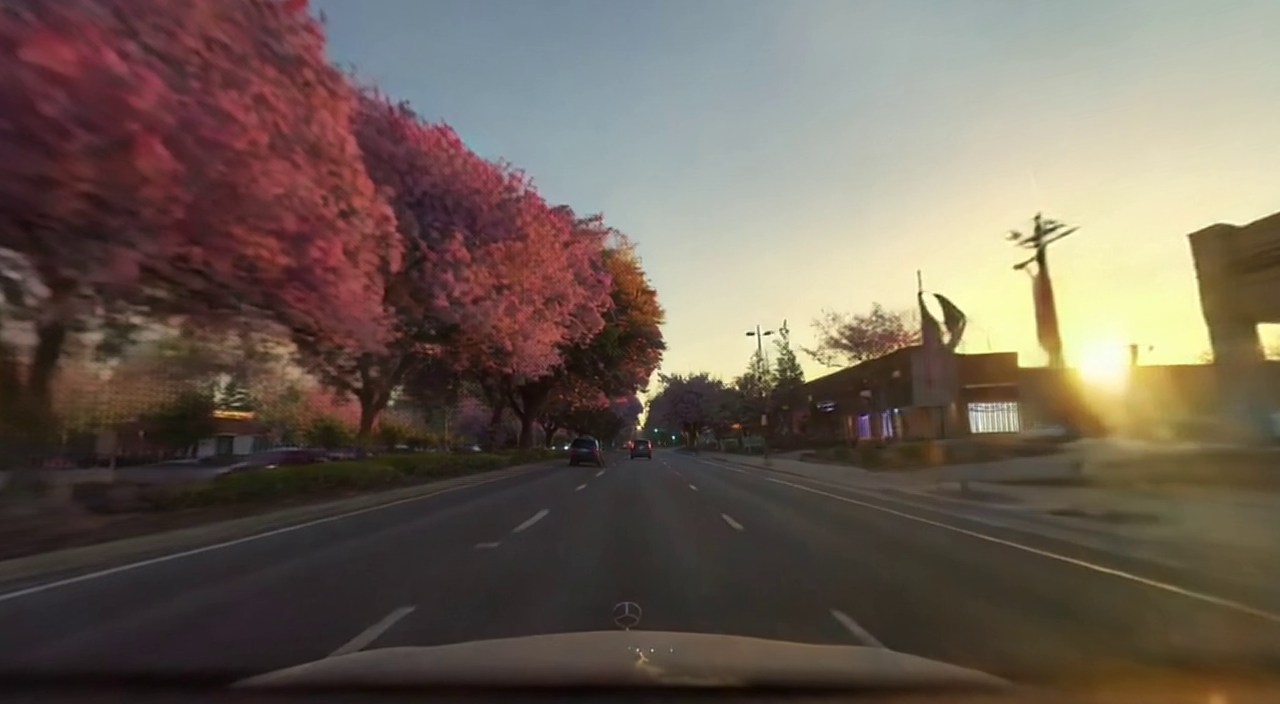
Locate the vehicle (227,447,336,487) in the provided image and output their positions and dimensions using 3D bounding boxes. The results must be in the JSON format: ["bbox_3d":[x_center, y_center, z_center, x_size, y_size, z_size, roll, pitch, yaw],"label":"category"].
[{"bbox_3d":[-14.795,4.726,26.265,1.854,1.475,4.448,0,-8,1],"label":"vehicle"}]

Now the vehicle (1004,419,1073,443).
[{"bbox_3d":[27.391,5.453,43.156,4.677,1.583,1.955,5,-10,-30],"label":"vehicle"}]

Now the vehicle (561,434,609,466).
[{"bbox_3d":[-3.414,6.206,39.922,2.453,1.844,4.751,0,-8,2],"label":"vehicle"}]
